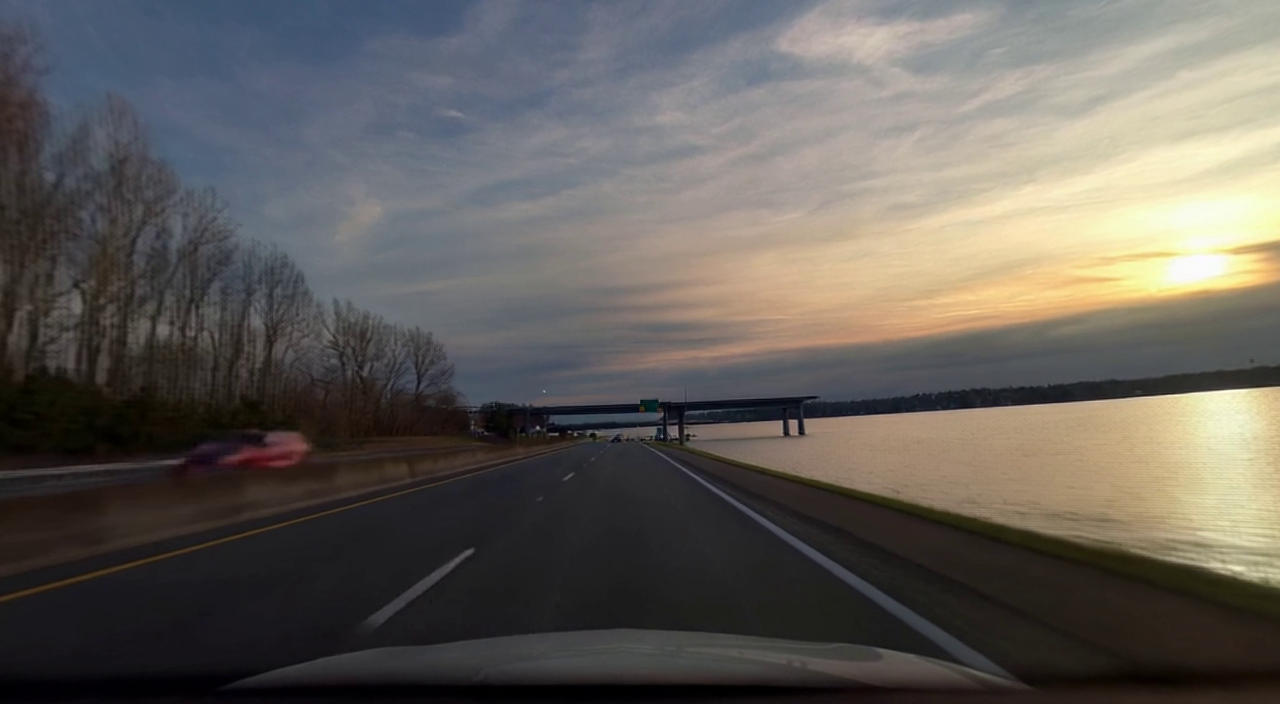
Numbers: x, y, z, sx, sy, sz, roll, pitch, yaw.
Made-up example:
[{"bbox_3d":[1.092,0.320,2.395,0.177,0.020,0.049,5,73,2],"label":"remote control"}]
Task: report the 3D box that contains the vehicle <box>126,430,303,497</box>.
[{"bbox_3d":[-11.091,2.891,16.845,1.873,1.543,4.139,0,-8,-1],"label":"vehicle"}]
